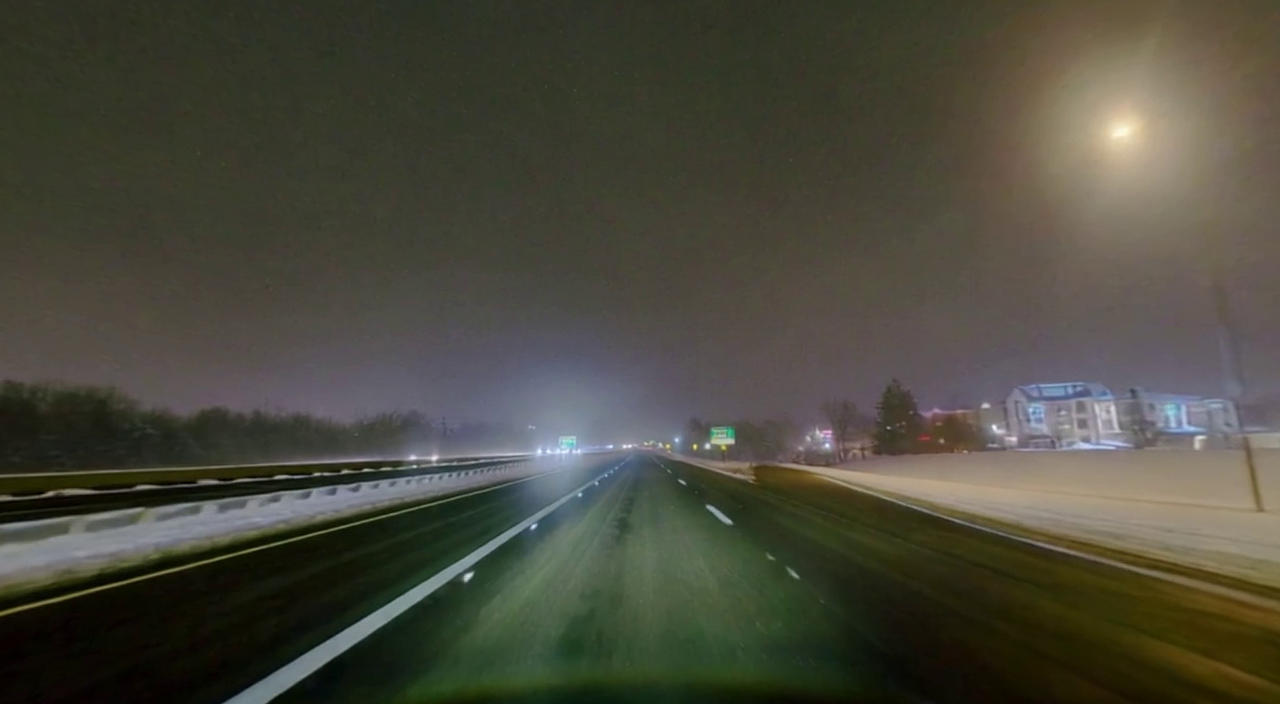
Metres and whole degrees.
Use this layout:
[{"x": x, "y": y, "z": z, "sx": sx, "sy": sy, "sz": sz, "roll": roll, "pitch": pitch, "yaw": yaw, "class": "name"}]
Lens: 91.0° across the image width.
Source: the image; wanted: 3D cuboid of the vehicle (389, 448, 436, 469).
[{"x": -17.443, "y": 8.146, "z": 48.394, "sx": 1.862, "sy": 1.505, "sz": 4.368, "roll": 0, "pitch": -9, "yaw": 2, "class": "vehicle"}]
